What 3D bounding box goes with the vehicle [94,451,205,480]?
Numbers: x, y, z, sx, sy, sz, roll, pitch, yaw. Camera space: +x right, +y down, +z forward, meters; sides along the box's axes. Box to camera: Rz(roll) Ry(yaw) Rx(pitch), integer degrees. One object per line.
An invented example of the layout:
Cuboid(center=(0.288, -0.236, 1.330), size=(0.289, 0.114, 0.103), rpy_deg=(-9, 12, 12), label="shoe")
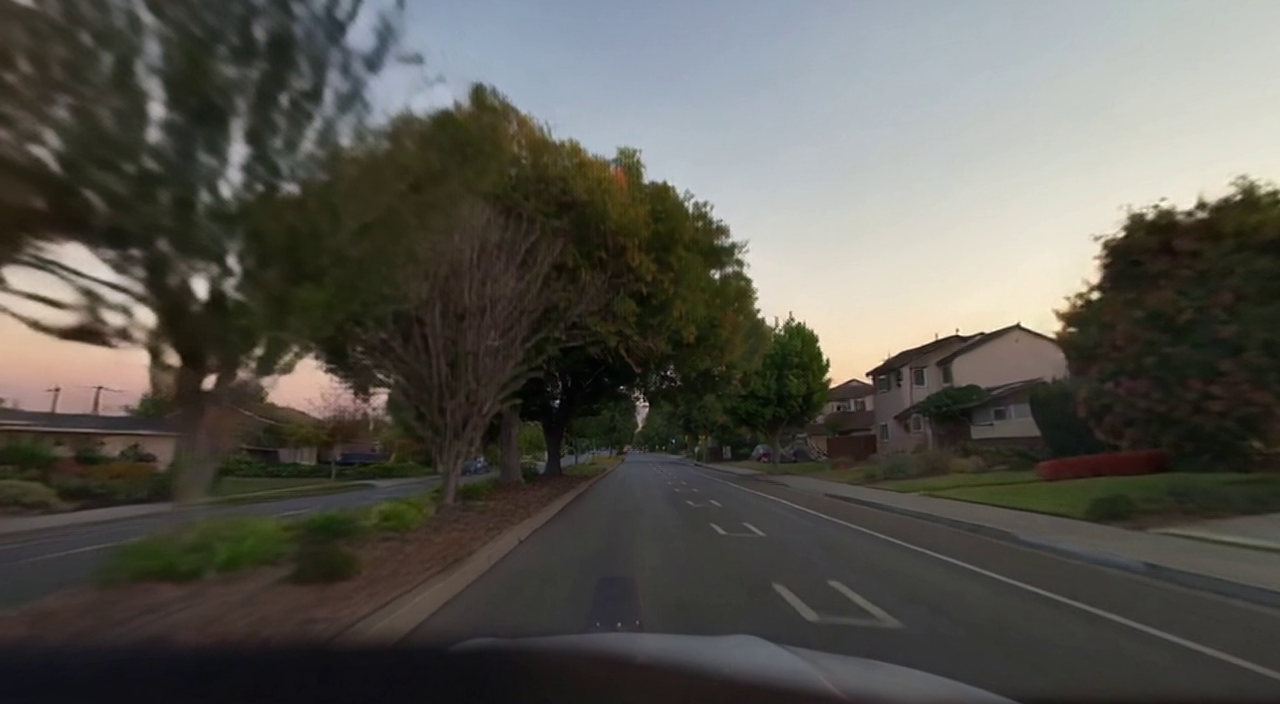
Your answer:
Cuboid(center=(-27.906, 6.455, 36.037), size=(4.551, 1.556, 2.061), rpy_deg=(0, -9, -1), label="vehicle")
